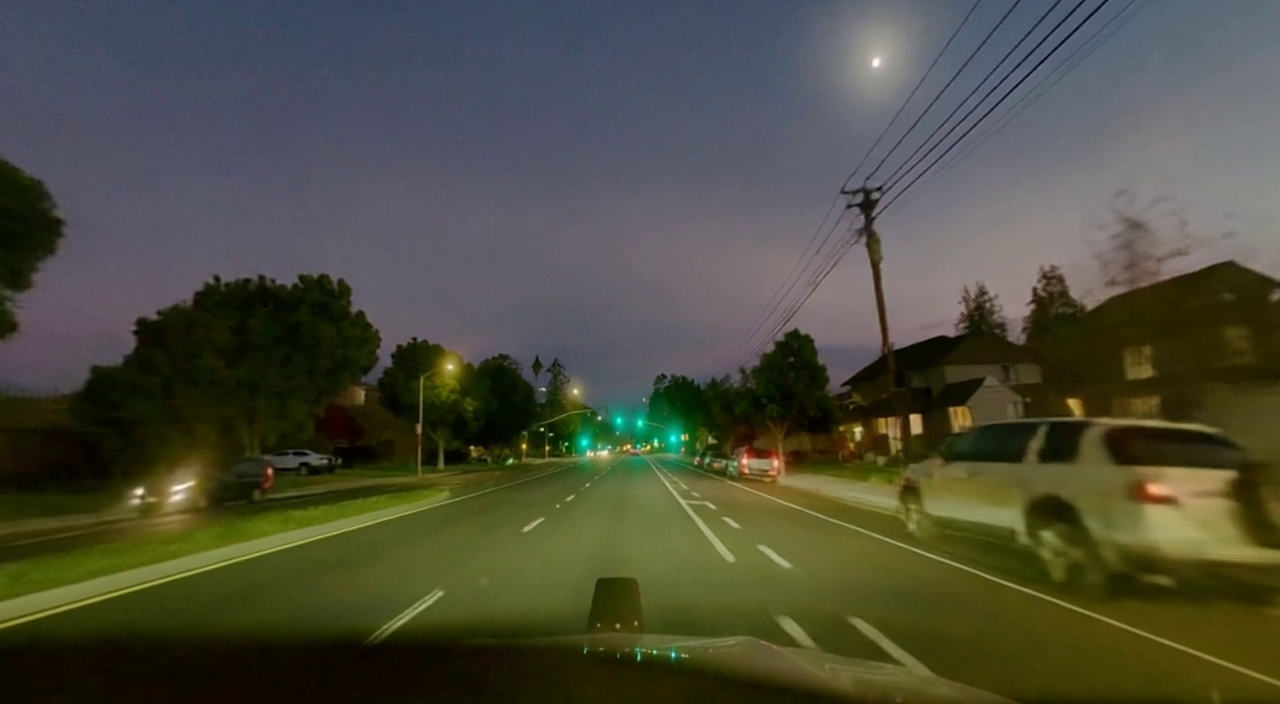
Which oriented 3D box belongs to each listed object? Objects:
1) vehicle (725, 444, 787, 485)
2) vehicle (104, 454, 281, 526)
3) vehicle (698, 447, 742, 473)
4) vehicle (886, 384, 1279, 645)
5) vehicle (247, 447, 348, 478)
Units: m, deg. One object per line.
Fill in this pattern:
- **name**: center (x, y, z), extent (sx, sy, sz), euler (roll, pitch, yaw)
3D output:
- **vehicle**: center (4.766, 4.639, 26.329), extent (1.875, 1.540, 3.402), euler (0, -9, -1)
- **vehicle**: center (-12.304, 3.770, 17.806), extent (1.939, 1.537, 4.197), euler (-3, -7, 0)
- **vehicle**: center (4.673, 6.402, 37.775), extent (2.065, 1.463, 4.814), euler (0, -8, 1)
- **vehicle**: center (4.739, 1.468, 6.817), extent (2.180, 1.782, 4.790), euler (0, -9, -1)
- **vehicle**: center (-20.944, 6.756, 38.806), extent (4.931, 1.801, 2.142), euler (0, -9, -1)
